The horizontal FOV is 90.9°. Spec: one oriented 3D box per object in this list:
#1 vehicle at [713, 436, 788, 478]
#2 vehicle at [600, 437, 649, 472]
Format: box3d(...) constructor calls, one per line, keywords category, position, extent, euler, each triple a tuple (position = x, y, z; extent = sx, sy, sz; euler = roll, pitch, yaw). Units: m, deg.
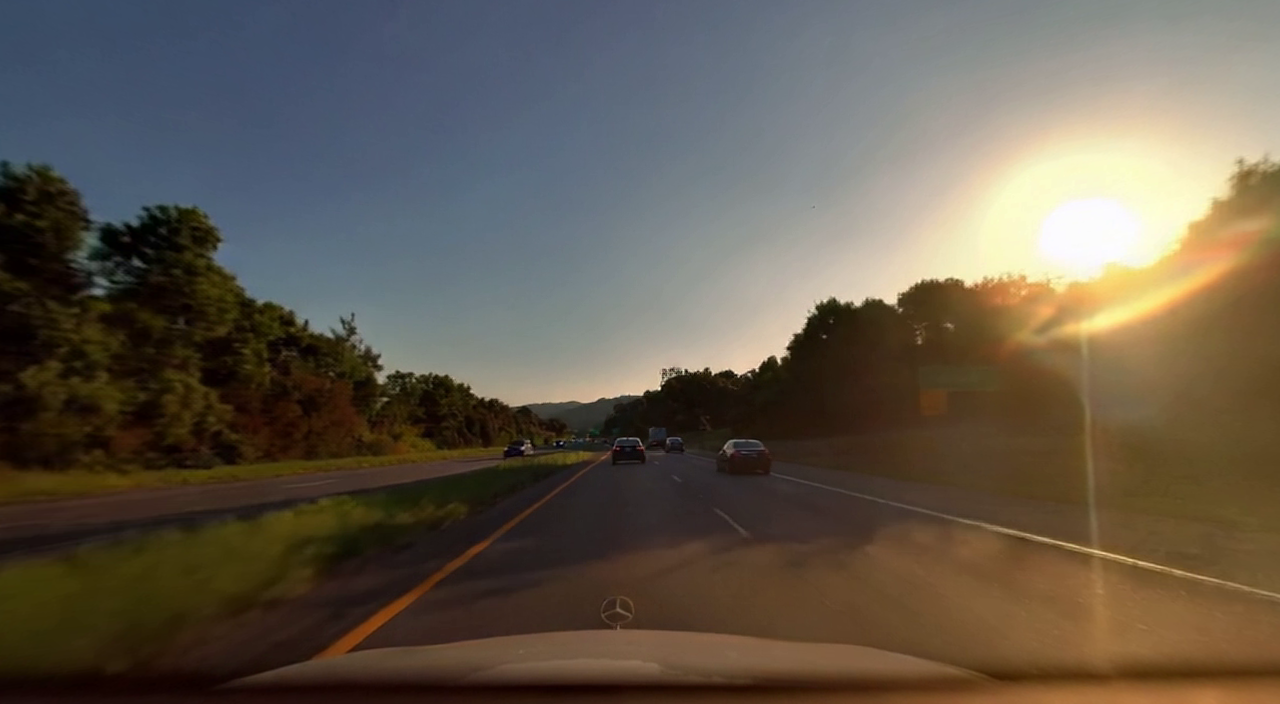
box3d(category="vehicle", position=(4.288, 4.126, 25.231), extent=(2.066, 1.526, 4.216), euler=(0, -8, -3))
box3d(category="vehicle", position=(-0.695, 4.716, 29.318), extent=(2.143, 1.466, 3.693), euler=(0, -8, -1))
